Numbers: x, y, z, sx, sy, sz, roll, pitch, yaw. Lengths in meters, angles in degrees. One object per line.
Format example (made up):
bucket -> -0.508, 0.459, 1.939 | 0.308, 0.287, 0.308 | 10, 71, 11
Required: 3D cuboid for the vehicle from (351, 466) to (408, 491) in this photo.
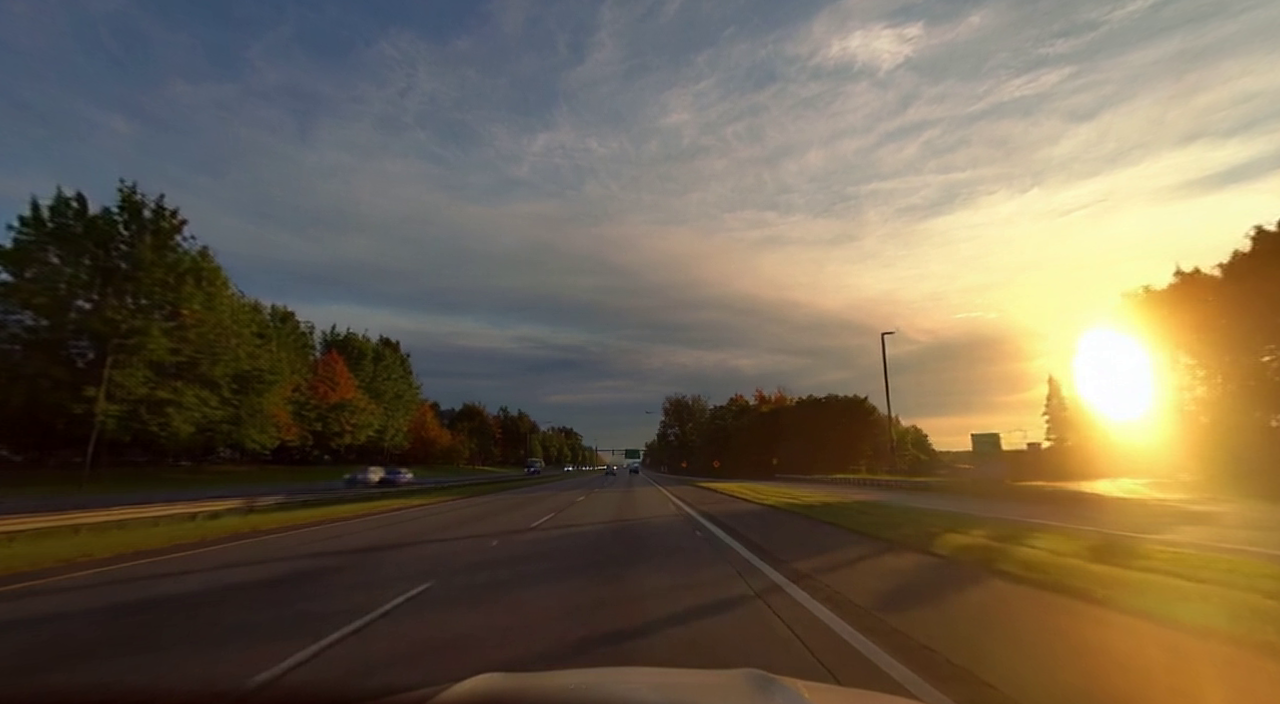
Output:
vehicle -> -16.688, 8.137, 40.589 | 1.844, 1.472, 4.130 | 1, -11, 0
